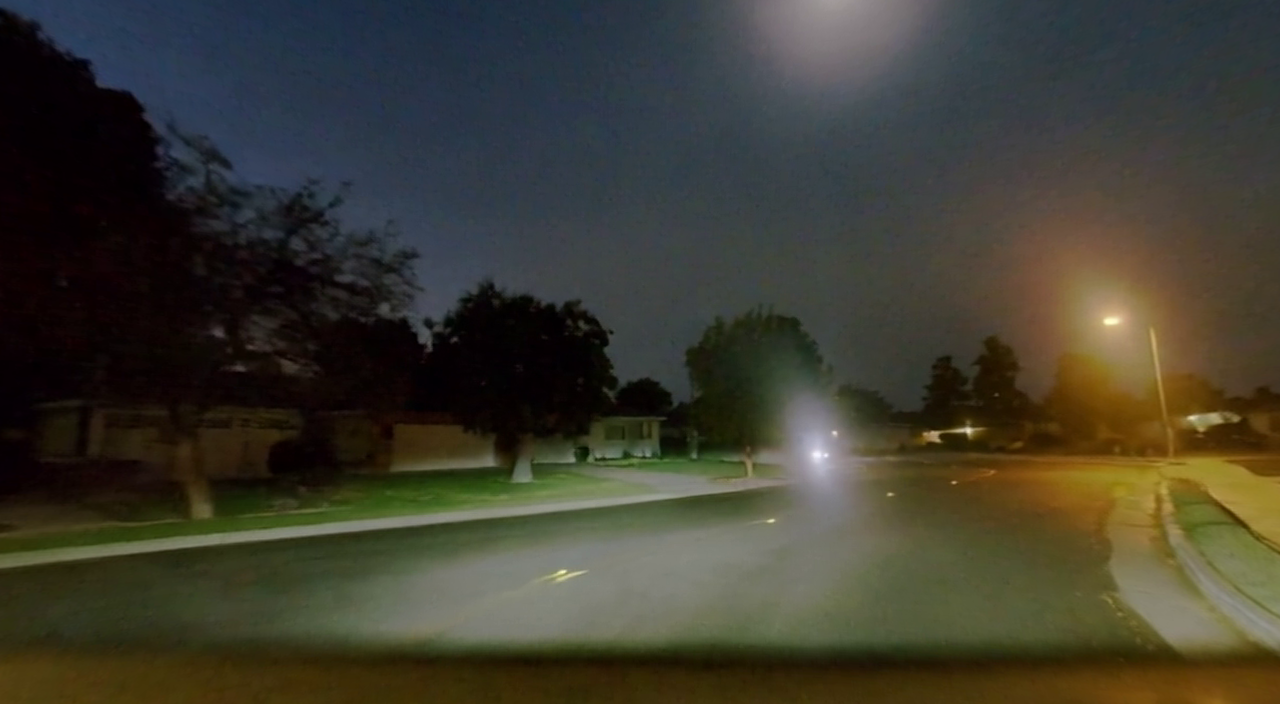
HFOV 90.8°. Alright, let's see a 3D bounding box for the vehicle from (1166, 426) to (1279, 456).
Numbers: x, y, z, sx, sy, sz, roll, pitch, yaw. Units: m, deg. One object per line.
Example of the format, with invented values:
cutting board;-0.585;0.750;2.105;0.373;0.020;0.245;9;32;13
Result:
vehicle;37.031;5.672;40.284;4.799;1.451;2.144;-6;-9;6
